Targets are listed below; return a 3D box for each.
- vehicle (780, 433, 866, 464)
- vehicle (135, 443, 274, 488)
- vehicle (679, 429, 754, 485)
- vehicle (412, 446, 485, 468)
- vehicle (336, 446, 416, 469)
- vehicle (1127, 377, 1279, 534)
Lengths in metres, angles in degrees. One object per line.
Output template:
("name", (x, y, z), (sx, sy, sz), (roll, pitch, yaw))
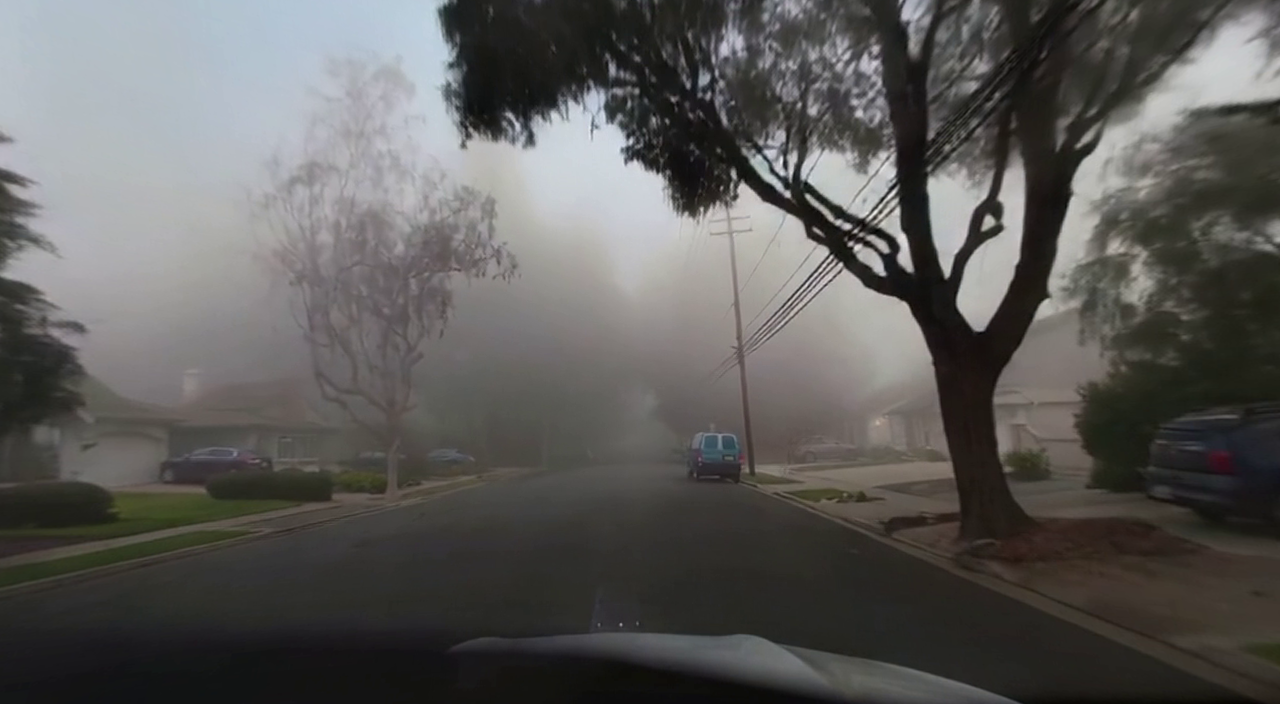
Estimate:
("vehicle", (11.046, 5.853, 38.315), (4.602, 1.799, 1.859), (0, -8, -1))
("vehicle", (-18.420, 4.800, 26.899), (4.414, 1.731, 2.008), (-1, -8, -1))
("vehicle", (2.953, 4.246, 25.832), (2.311, 2.069, 5.156), (0, -9, -1))
("vehicle", (-13.230, 7.302, 43.887), (4.443, 1.475, 1.932), (0, -9, -2))
("vehicle", (-18.171, 7.282, 43.615), (4.615, 1.482, 2.073), (1, -8, 0))
("vehicle", (10.296, 1.327, 8.801), (5.030, 1.915, 2.221), (-2, -8, 2))
